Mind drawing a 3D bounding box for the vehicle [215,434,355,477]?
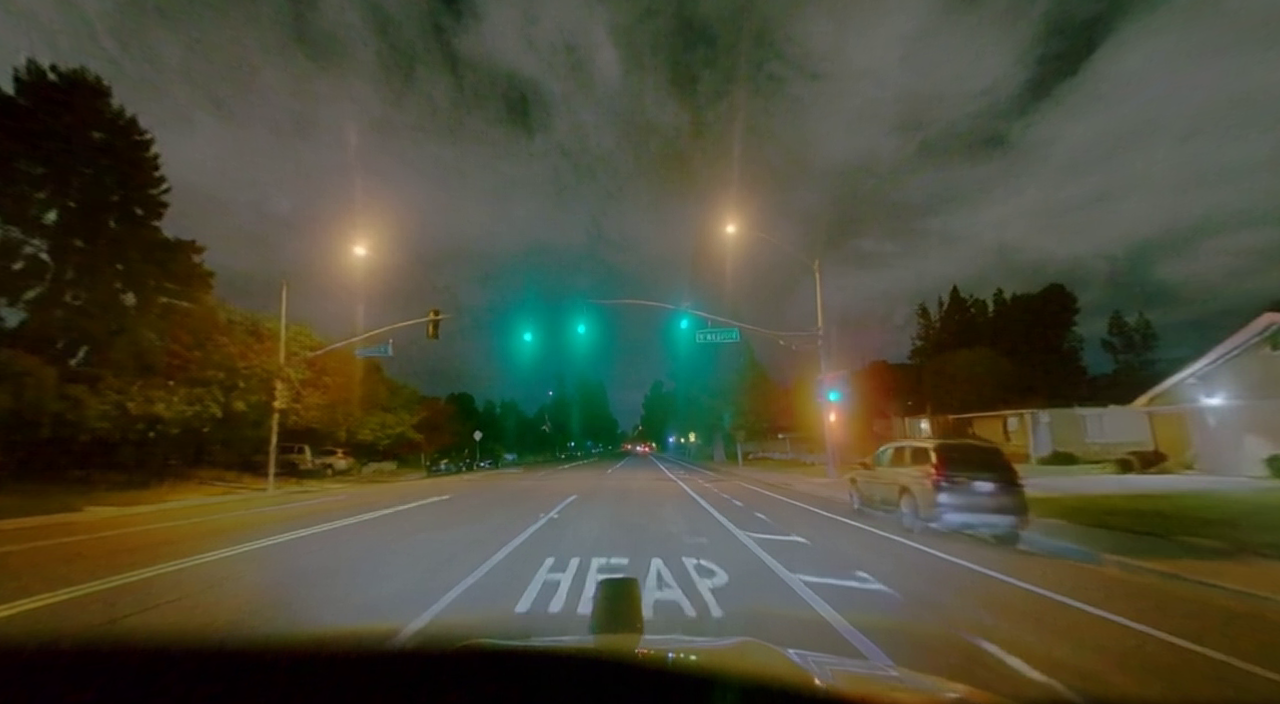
[{"bbox_3d":[-17.846,5.255,31.867,5.656,1.999,2.307,-1,-10,2],"label":"vehicle"}]

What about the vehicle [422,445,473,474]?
[{"bbox_3d":[-12.121,6.806,39.857,1.932,1.673,4.314,-1,-10,-1],"label":"vehicle"}]

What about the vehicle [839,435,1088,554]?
[{"bbox_3d":[5.223,2.330,11.011,1.979,1.637,4.321,0,-9,-1],"label":"vehicle"}]
